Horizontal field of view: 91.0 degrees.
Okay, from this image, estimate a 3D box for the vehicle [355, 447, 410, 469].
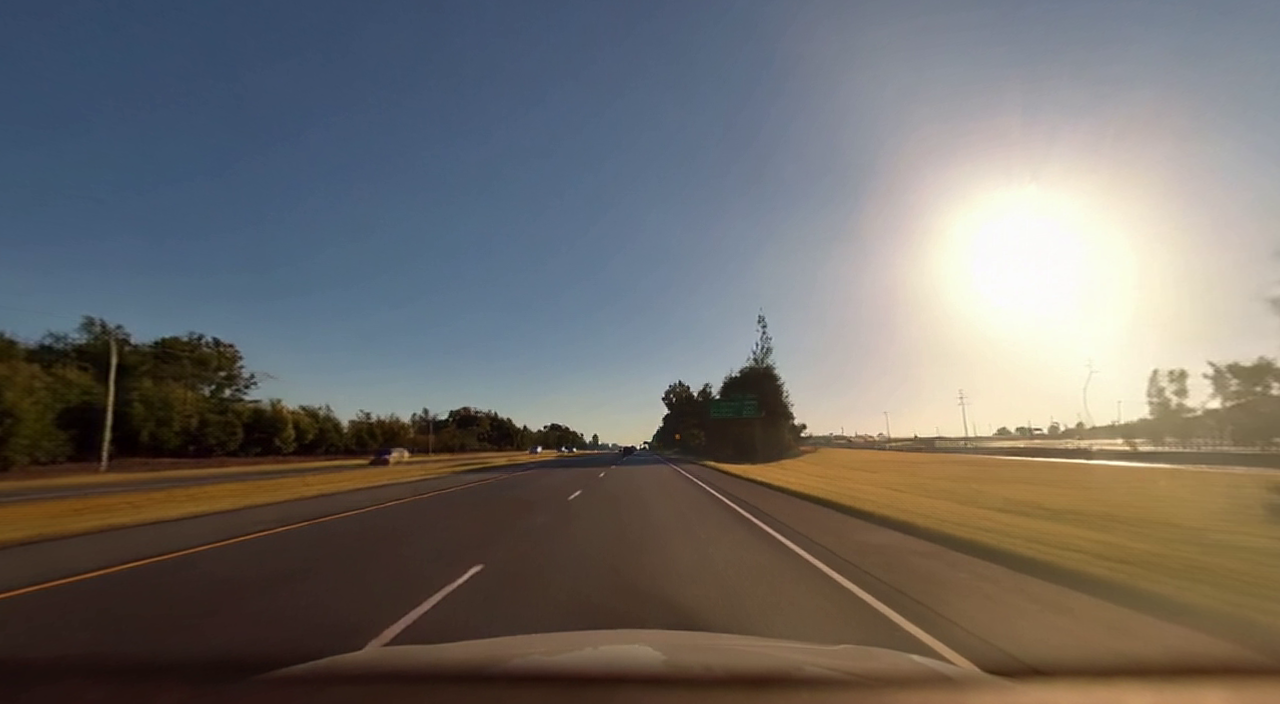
[{"bbox_3d":[-19.127,7.900,46.986,1.960,1.519,4.654,0,-9,2],"label":"vehicle"}]
